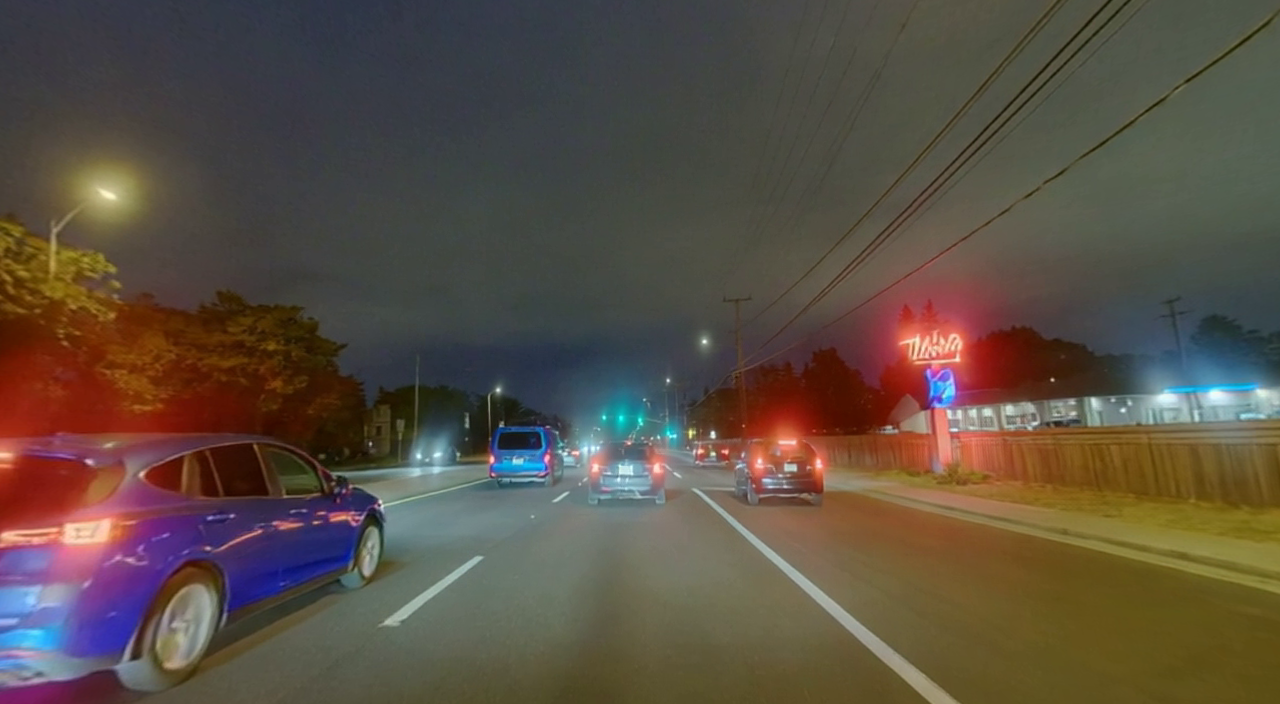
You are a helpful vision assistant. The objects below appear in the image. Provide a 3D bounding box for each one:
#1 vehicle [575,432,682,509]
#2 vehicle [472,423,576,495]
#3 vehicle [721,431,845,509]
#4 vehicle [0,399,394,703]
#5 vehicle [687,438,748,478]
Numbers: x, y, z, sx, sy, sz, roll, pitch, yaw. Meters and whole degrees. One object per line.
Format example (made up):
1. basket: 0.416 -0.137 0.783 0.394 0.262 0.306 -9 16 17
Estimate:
1. vehicle: -0.238 2.615 14.380 2.097 1.511 3.809 0 -8 0
2. vehicle: -3.258 3.136 18.834 2.092 1.839 4.736 0 -8 1
3. vehicle: 3.074 2.604 14.395 1.880 1.521 3.724 0 -8 -1
4. vehicle: -3.288 1.089 3.541 2.004 1.454 4.349 0 -8 1
5. vehicle: 3.119 4.357 26.217 1.878 1.479 4.461 0 -8 -1
